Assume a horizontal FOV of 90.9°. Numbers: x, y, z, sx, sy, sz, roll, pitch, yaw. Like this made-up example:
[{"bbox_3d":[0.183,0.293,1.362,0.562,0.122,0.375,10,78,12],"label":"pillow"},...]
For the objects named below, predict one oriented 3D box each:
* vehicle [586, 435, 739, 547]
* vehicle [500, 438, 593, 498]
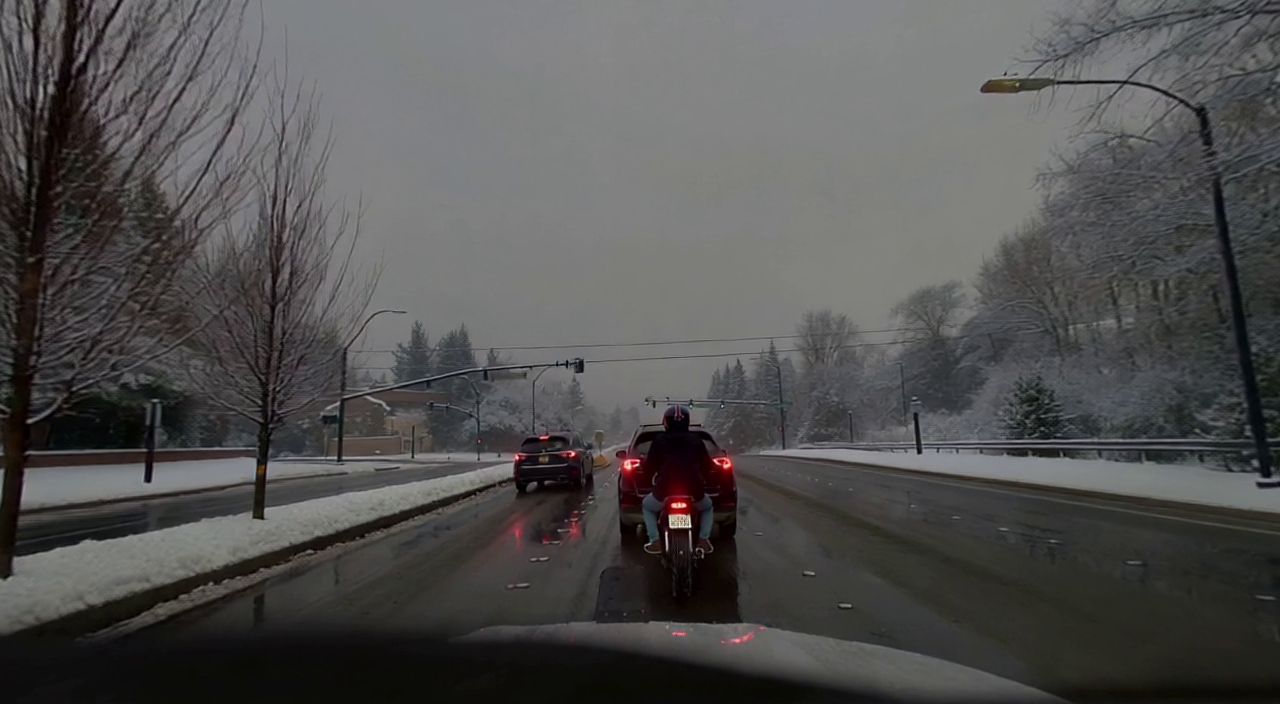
[{"bbox_3d":[0.324,2.167,10.643,2.009,1.450,4.608,-1,-8,1],"label":"vehicle"},{"bbox_3d":[-2.553,3.262,18.163,1.979,1.499,3.840,-1,-8,2],"label":"vehicle"}]
